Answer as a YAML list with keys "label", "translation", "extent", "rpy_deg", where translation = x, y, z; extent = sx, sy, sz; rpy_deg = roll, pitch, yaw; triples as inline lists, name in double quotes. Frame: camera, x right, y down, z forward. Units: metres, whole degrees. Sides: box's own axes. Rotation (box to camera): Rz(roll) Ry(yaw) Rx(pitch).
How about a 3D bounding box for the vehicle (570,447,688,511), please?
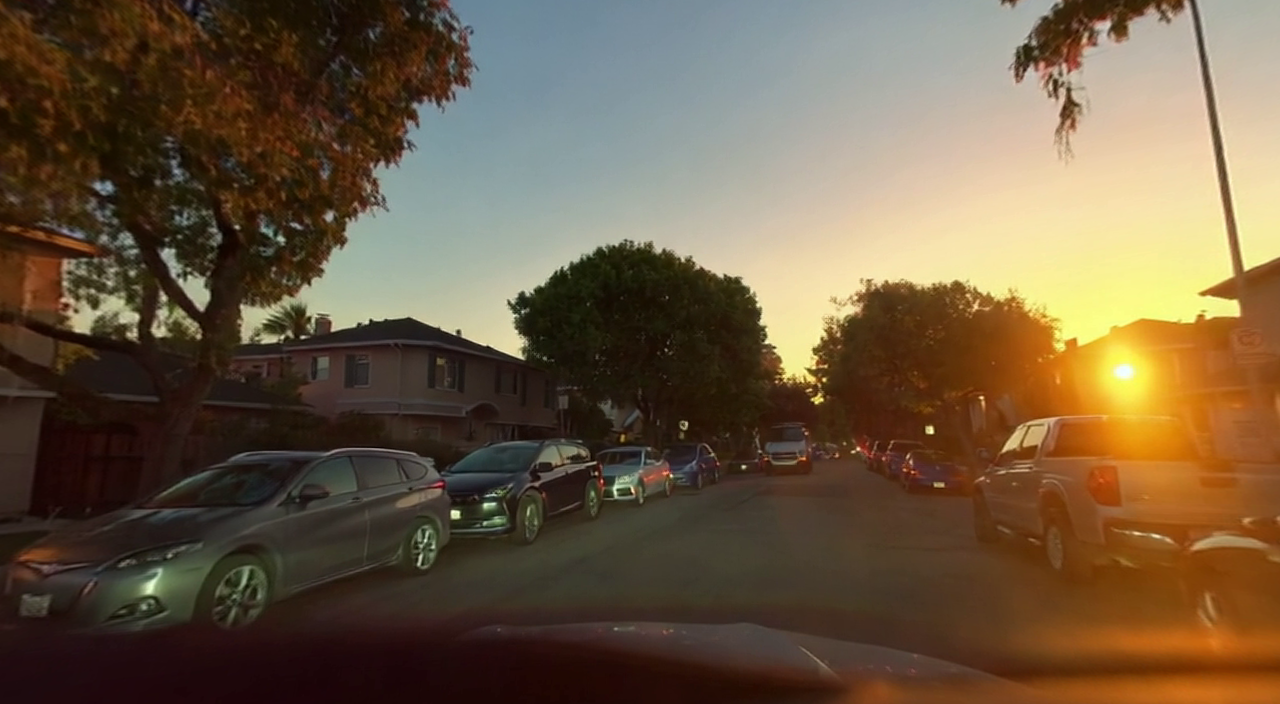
- label: "vehicle"
  translation: [-0.116, 3.400, 17.531]
  extent: [1.861, 1.474, 4.749]
  rpy_deg: [-3, -9, 17]

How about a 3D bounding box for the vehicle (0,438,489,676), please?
- label: "vehicle"
  translation: [-3.494, 1.671, 6.490]
  extent: [1.855, 1.510, 4.406]
  rpy_deg: [-2, -9, 15]

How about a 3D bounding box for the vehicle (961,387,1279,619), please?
- label: "vehicle"
  translation: [5.695, 1.593, 7.643]
  extent: [2.182, 1.900, 4.779]
  rpy_deg: [-2, -9, 15]

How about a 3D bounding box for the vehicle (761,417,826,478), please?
- label: "vehicle"
  translation: [8.318, 5.041, 33.741]
  extent: [2.716, 2.887, 6.781]
  rpy_deg: [-2, -8, 18]

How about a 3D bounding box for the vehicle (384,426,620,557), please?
- label: "vehicle"
  translation: [-2.111, 2.343, 11.585]
  extent: [2.203, 1.815, 4.972]
  rpy_deg: [-2, -9, 14]

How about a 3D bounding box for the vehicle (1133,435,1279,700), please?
- label: "vehicle"
  translation: [4.275, 1.054, 2.508]
  extent: [1.992, 1.456, 4.610]
  rpy_deg: [-2, -9, 16]

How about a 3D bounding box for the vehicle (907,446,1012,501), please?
- label: "vehicle"
  translation: [9.671, 3.648, 19.500]
  extent: [1.813, 1.468, 4.267]
  rpy_deg: [-2, -9, 12]
